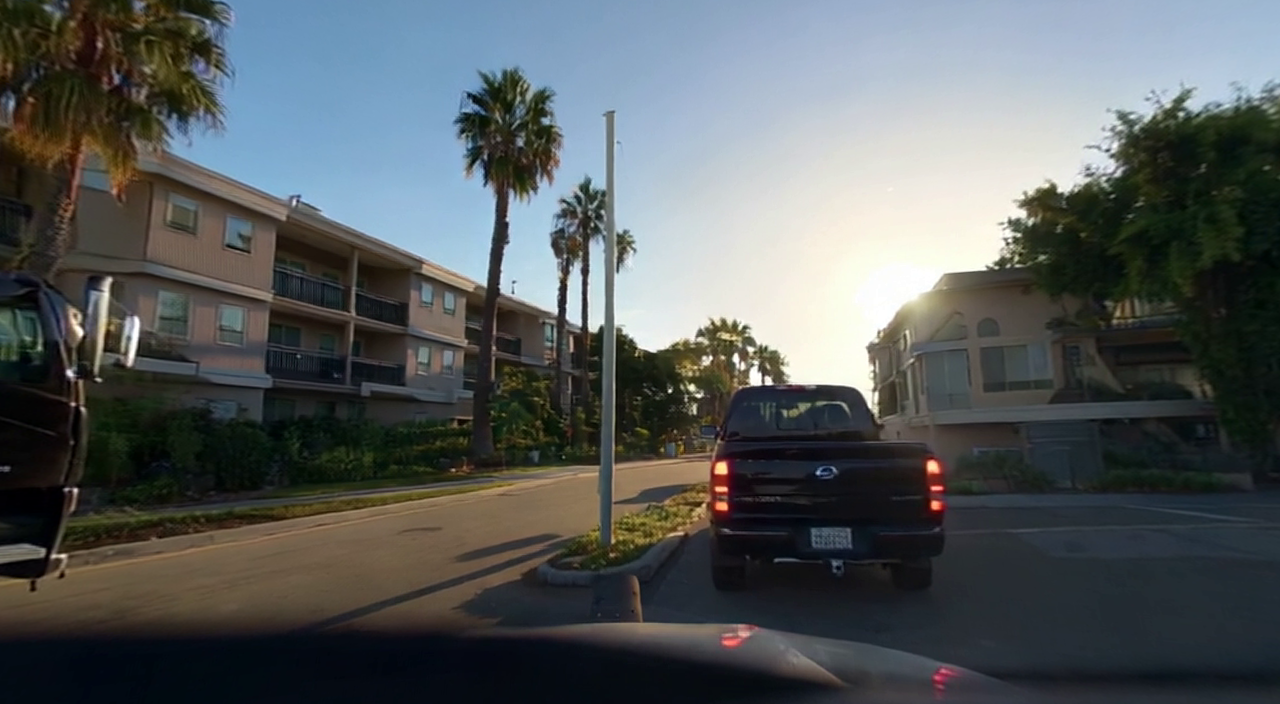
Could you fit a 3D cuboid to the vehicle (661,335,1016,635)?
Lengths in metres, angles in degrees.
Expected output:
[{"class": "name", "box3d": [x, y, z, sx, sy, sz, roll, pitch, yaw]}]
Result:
[{"class": "vehicle", "box3d": [1.731, 1.359, 7.484, 2.418, 2.078, 5.866, -1, -9, 7]}]

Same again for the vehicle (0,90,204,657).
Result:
[{"class": "vehicle", "box3d": [-6.505, -0.405, 0.604, 2.998, 3.659, 10.517, -2, -9, 13]}]
